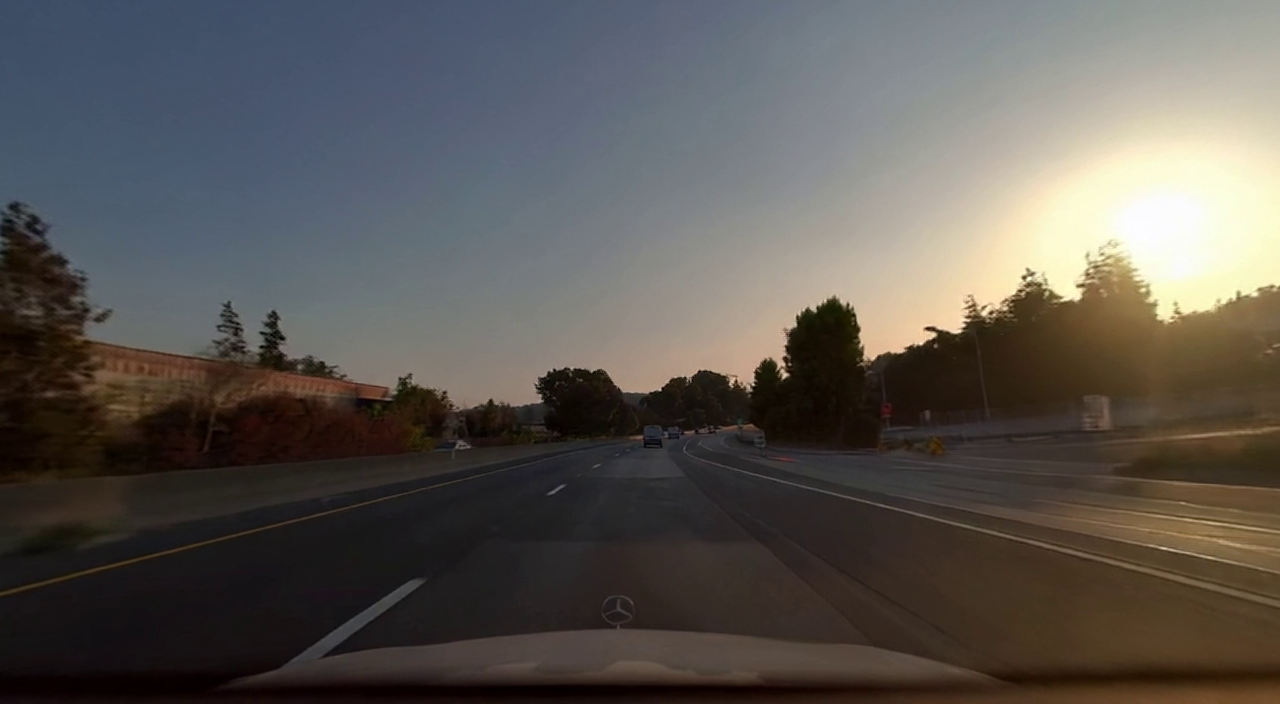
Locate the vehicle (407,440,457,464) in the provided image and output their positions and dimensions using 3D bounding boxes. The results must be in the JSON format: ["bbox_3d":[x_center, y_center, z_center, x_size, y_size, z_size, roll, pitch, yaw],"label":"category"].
[{"bbox_3d":[-13.573,6.528,41.232,1.815,1.480,4.254,0,-8,0],"label":"vehicle"}]
